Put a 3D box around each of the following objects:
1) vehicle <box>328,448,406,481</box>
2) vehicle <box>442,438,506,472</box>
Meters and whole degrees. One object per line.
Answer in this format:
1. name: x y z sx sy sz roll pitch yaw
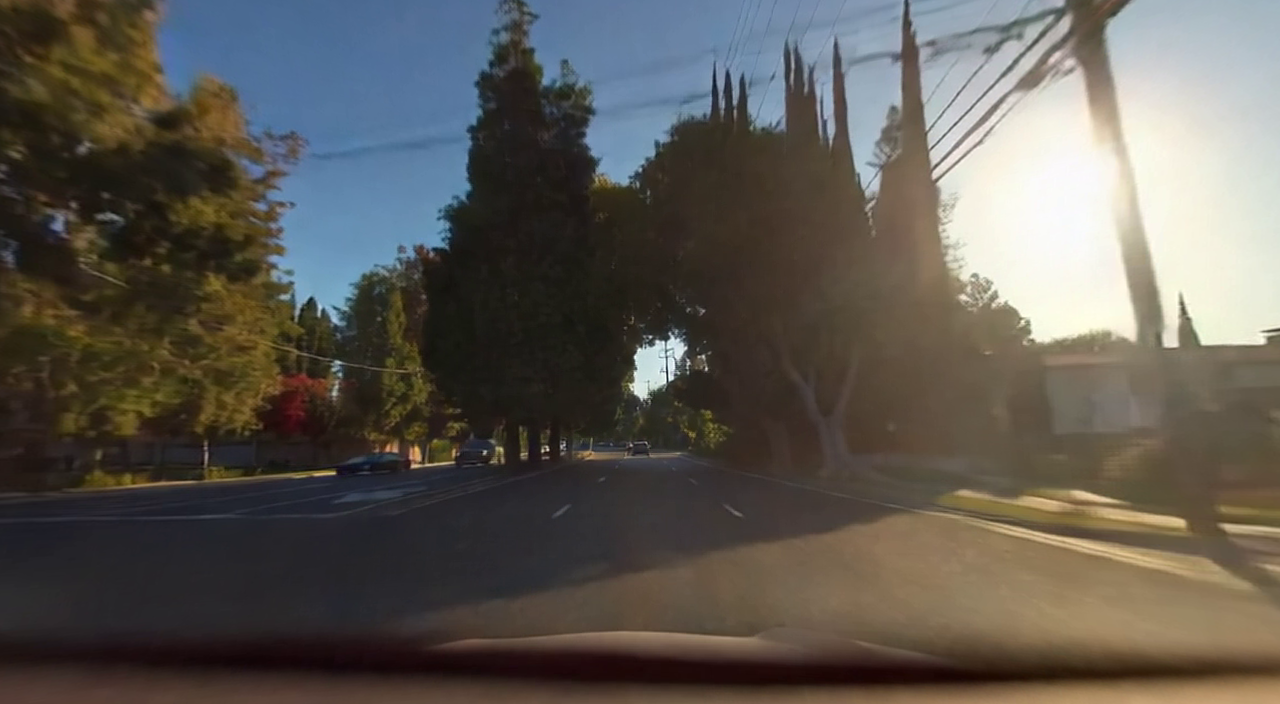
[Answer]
1. vehicle: -13.431 5.535 31.213 1.821 1.453 4.459 0 -8 0
2. vehicle: -9.863 6.152 37.763 2.249 1.866 5.664 0 -8 1
